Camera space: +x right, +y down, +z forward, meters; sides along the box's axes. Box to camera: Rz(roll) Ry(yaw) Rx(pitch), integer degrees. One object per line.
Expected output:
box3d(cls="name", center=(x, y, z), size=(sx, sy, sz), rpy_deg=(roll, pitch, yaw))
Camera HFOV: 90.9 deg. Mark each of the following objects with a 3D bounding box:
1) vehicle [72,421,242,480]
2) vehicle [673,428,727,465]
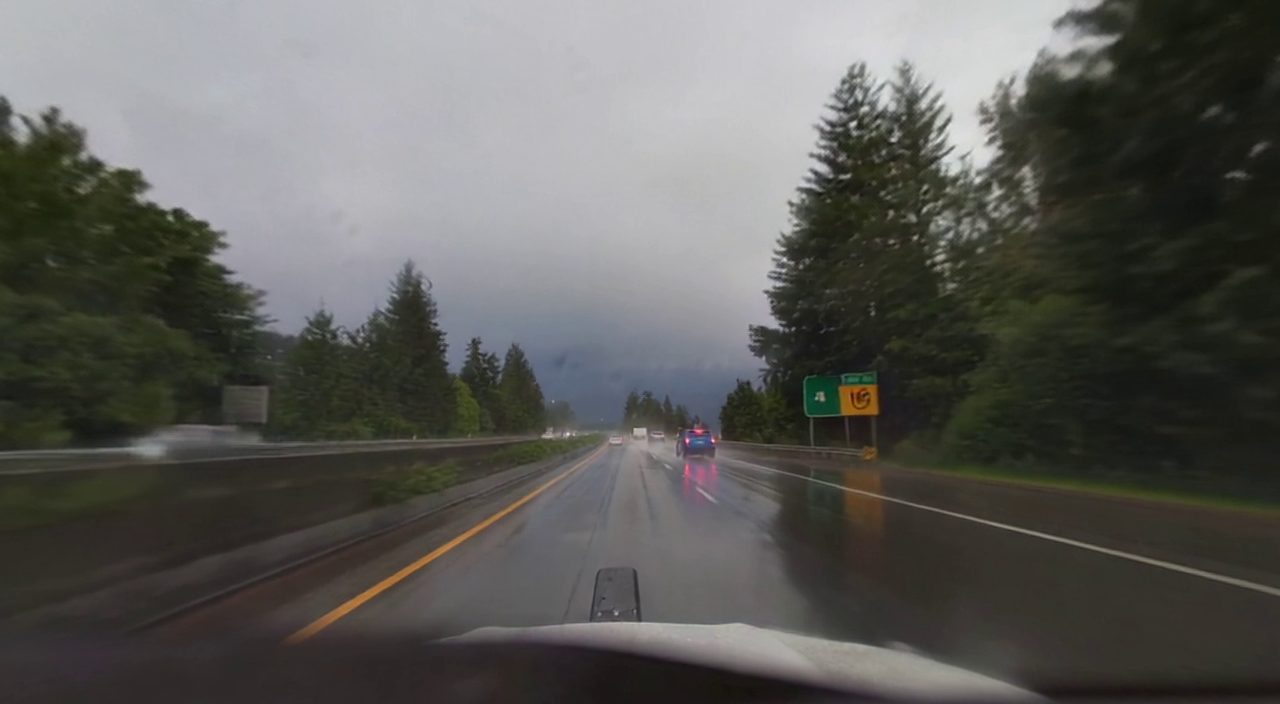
box3d(cls="vehicle", center=(-14.044, 2.870, 18.674), size=(1.989, 1.531, 3.818), rpy_deg=(0, -7, -1))
box3d(cls="vehicle", center=(2.878, 4.674, 31.424), size=(2.085, 1.681, 4.436), rpy_deg=(0, -7, -2))
